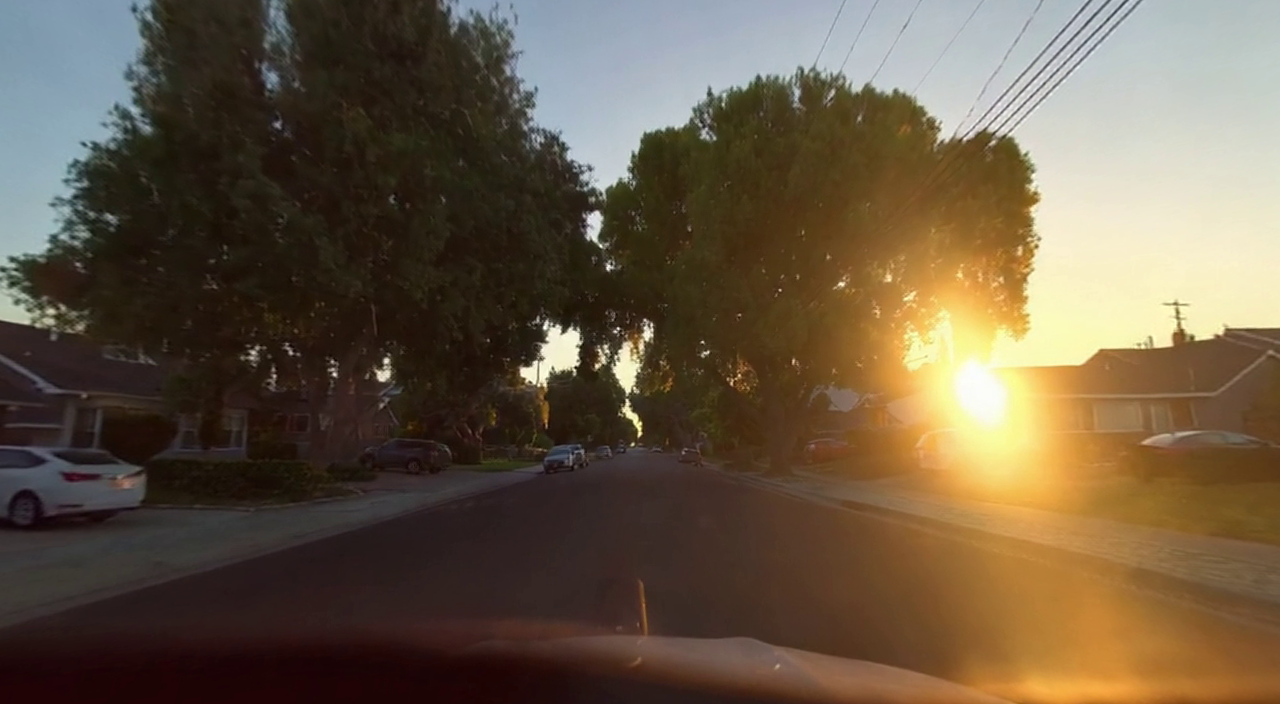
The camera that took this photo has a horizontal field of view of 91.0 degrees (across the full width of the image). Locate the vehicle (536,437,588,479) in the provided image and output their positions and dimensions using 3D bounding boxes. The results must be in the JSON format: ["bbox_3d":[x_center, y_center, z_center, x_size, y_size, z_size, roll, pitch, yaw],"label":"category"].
[{"bbox_3d":[-4.927,6.737,40.445,2.482,2.054,5.323,1,-3,2],"label":"vehicle"}]

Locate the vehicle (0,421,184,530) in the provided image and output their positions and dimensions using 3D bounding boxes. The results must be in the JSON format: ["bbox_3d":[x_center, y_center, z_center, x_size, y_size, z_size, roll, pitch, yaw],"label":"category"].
[{"bbox_3d":[-11.375,2.301,11.712,4.373,1.747,2.029,-3,-9,7],"label":"vehicle"}]

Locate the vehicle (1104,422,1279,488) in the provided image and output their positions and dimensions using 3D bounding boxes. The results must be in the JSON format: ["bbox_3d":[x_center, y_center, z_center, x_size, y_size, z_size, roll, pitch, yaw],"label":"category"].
[{"bbox_3d":[14.850,2.646,16.325,4.553,1.526,2.000,2,-9,-16],"label":"vehicle"}]

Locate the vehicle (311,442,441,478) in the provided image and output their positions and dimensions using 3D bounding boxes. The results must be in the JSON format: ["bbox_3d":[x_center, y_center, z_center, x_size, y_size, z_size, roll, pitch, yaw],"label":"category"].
[{"bbox_3d":[-11.961,4.917,28.735,4.977,1.558,2.079,0,-9,1],"label":"vehicle"}]

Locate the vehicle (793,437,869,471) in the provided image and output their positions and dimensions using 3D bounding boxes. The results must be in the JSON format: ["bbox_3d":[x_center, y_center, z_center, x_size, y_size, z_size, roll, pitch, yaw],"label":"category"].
[{"bbox_3d":[10.490,5.606,34.732,3.647,1.784,1.650,-1,-8,2],"label":"vehicle"}]
